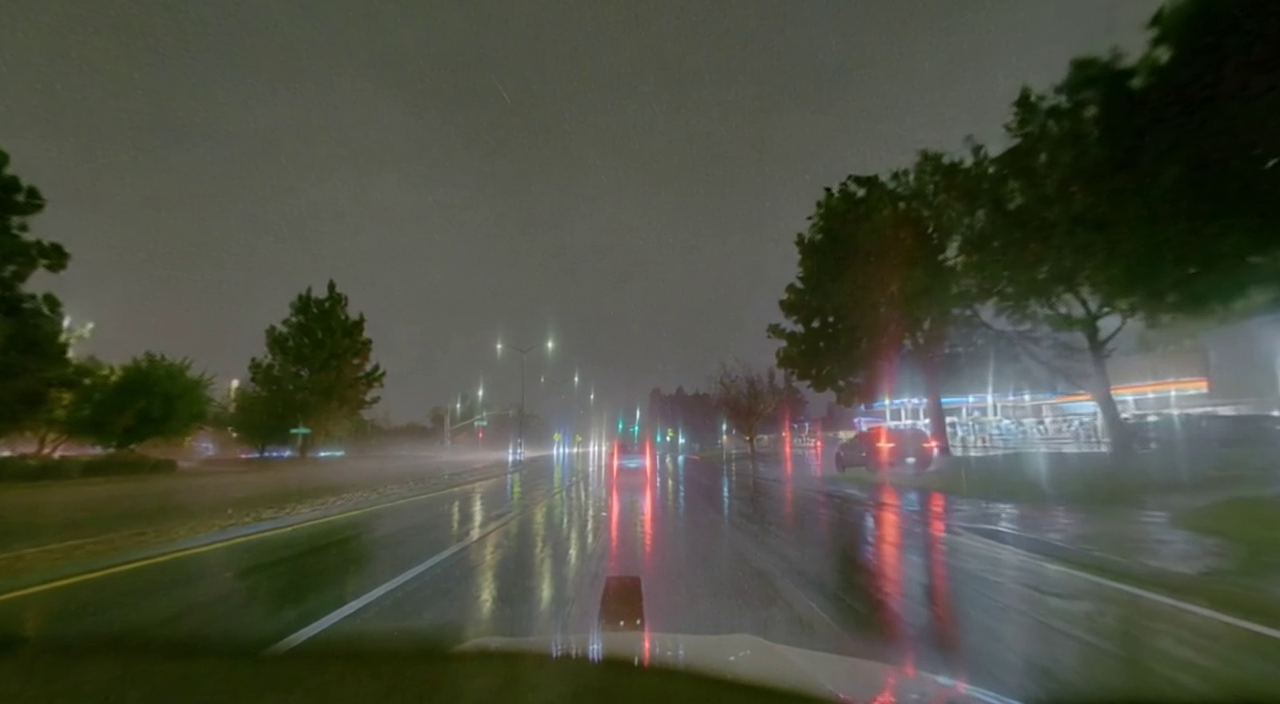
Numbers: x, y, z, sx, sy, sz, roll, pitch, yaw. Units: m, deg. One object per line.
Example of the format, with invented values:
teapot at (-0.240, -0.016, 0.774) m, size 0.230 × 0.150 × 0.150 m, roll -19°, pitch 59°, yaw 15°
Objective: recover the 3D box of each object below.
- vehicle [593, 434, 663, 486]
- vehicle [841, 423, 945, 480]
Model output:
vehicle at (-0.338, 3.536, 20.891) m, size 2.062 × 1.519 × 4.214 m, roll 0°, pitch -8°, yaw 0°
vehicle at (9.295, 3.714, 23.633) m, size 2.083 × 1.882 × 4.674 m, roll 0°, pitch -8°, yaw 2°
